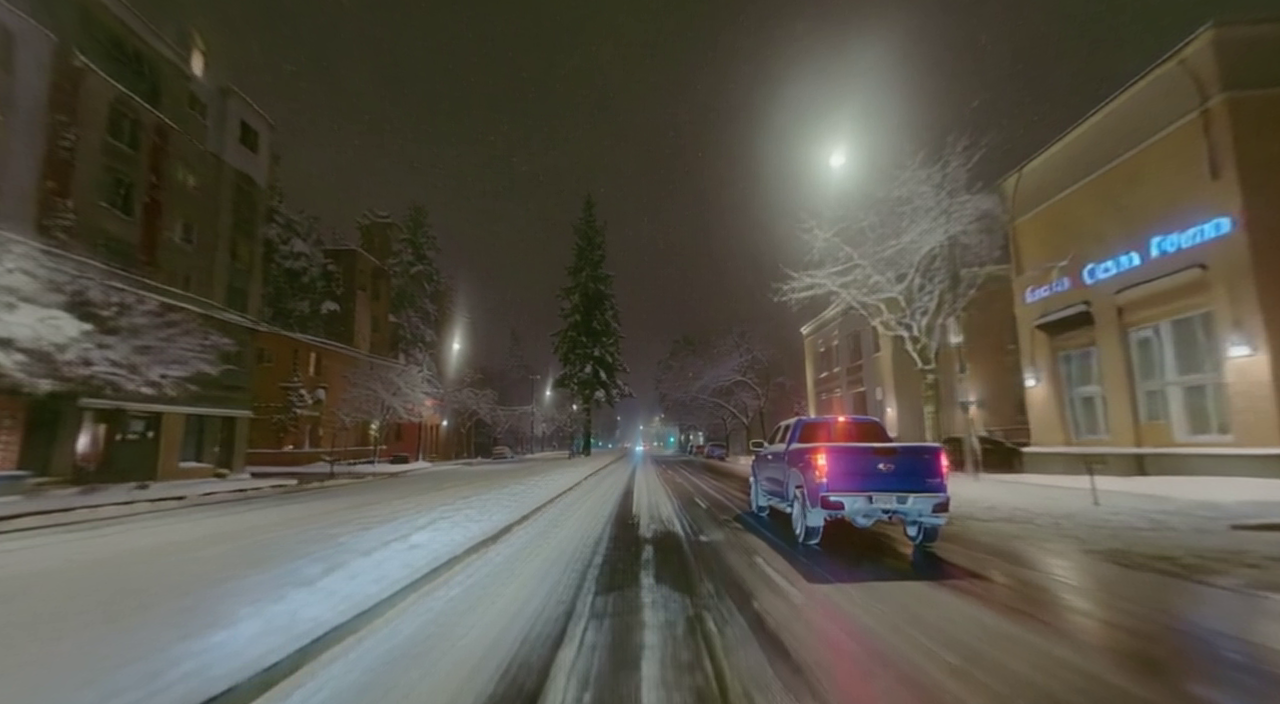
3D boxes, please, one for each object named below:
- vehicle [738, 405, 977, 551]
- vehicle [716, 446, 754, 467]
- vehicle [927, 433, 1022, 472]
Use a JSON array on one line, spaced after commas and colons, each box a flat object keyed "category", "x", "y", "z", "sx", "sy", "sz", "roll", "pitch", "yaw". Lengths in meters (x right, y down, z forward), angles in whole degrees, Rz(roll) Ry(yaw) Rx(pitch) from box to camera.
[{"category": "vehicle", "x": 3.166, "y": 1.992, "z": 10.689, "sx": 2.085, "sy": 1.828, "sz": 5.383, "roll": 0, "pitch": -8, "yaw": 0}, {"category": "vehicle", "x": 7.205, "y": 7.984, "z": 48.321, "sx": 2.108, "sy": 1.503, "sz": 5.000, "roll": 0, "pitch": -8, "yaw": 0}, {"category": "vehicle", "x": 15.892, "y": 4.817, "z": 30.252, "sx": 1.952, "sy": 1.691, "sz": 4.743, "roll": 0, "pitch": -8, "yaw": 0}]
